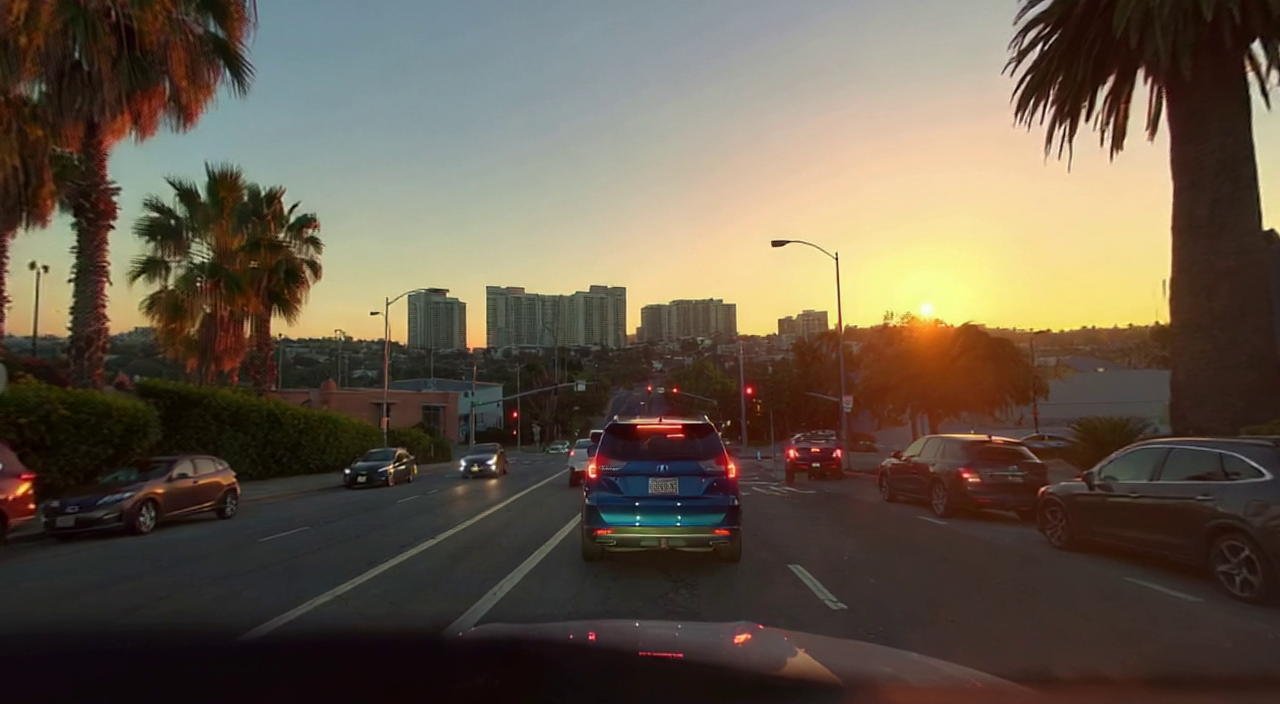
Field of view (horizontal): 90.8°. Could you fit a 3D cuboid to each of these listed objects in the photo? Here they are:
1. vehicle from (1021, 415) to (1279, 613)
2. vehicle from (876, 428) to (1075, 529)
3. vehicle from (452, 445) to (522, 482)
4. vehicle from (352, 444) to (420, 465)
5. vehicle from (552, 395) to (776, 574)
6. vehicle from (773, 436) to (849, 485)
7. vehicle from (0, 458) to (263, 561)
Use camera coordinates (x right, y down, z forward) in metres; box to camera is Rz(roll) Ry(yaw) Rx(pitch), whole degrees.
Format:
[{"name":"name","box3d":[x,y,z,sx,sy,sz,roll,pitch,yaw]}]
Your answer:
[{"name":"vehicle","box3d":[6.441,1.602,6.923,1.935,1.672,4.139,0,-8,1]},{"name":"vehicle","box3d":[6.668,2.532,13.244,1.930,1.736,4.329,-1,-8,3]},{"name":"vehicle","box3d":[-6.658,4.877,28.023,1.928,1.475,4.645,0,-8,0]},{"name":"vehicle","box3d":[-18.719,7.536,46.660,1.759,1.457,4.297,-7,-11,37]},{"name":"vehicle","box3d":[0.263,1.664,8.624,2.264,1.798,4.258,0,-8,1]},{"name":"vehicle","box3d":[6.570,4.196,24.766,1.948,1.729,4.023,0,-8,2]},{"name":"vehicle","box3d":[-9.576,2.813,11.956,2.054,1.467,4.595,-3,-9,0]}]
